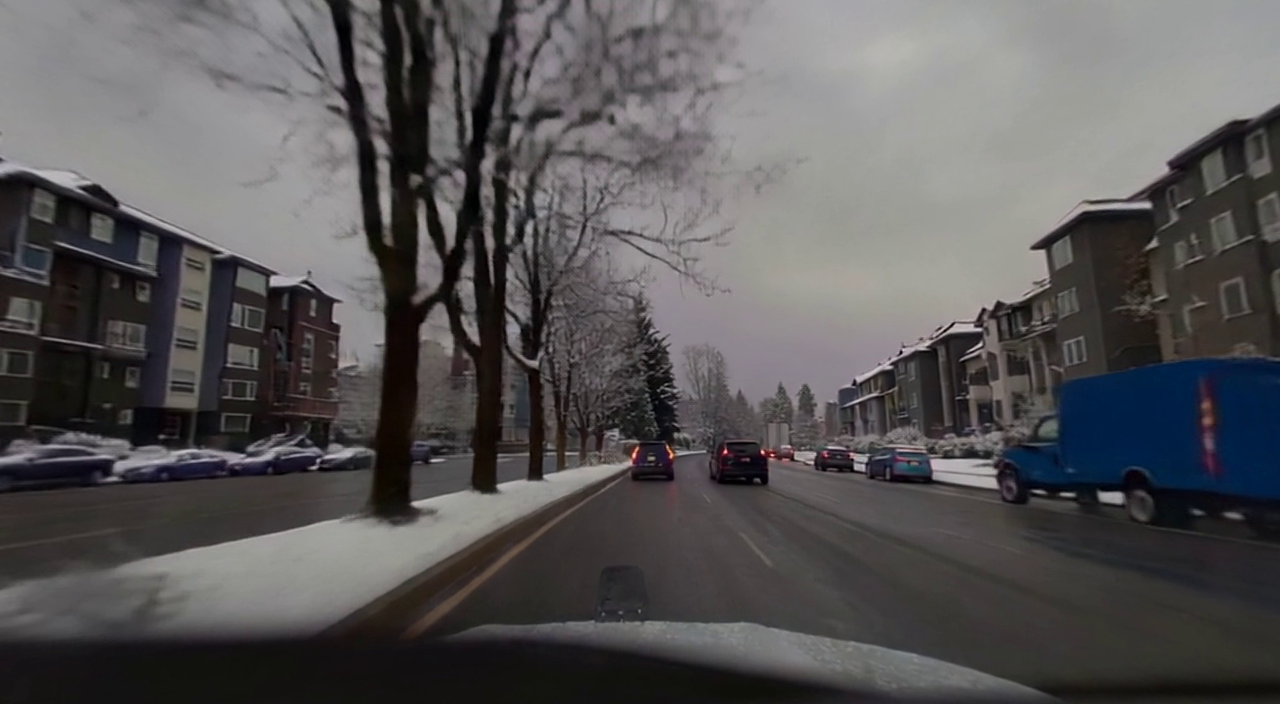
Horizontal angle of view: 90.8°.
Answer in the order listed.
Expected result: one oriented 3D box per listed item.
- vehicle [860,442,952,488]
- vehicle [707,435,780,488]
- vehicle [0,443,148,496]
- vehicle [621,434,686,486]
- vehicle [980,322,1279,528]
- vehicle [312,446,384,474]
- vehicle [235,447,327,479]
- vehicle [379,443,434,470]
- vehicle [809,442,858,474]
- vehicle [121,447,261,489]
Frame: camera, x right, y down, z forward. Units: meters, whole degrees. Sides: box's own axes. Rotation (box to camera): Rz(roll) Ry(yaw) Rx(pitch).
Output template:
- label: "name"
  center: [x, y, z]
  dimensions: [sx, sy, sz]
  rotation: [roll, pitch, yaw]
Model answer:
- label: "vehicle"
  center: [11.221, 4.745, 27.077]
  dimensions: [2.080, 1.744, 4.889]
  rotation: [0, -8, 4]
- label: "vehicle"
  center: [3.823, 4.140, 24.099]
  dimensions: [2.033, 1.823, 4.409]
  rotation: [0, -9, 0]
- label: "vehicle"
  center: [-18.674, 3.778, 20.519]
  dimensions: [1.845, 1.512, 4.316]
  rotation: [-2, -9, 1]
- label: "vehicle"
  center: [0.594, 4.297, 25.417]
  dimensions: [2.345, 1.841, 5.032]
  rotation: [0, -9, 2]
- label: "vehicle"
  center: [10.953, 1.686, 13.329]
  dimensions: [3.705, 3.221, 6.779]
  rotation: [-2, -10, 1]
- label: "vehicle"
  center: [-17.666, 6.585, 38.468]
  dimensions: [2.023, 1.561, 4.497]
  rotation: [-3, -10, 3]
- label: "vehicle"
  center: [-18.213, 5.729, 32.339]
  dimensions: [1.849, 1.455, 4.606]
  rotation: [-2, -11, 3]
- label: "vehicle"
  center: [-16.836, 7.546, 45.774]
  dimensions: [2.175, 1.819, 4.703]
  rotation: [0, -8, 0]
- label: "vehicle"
  center: [11.986, 6.599, 39.513]
  dimensions: [1.938, 1.860, 4.690]
  rotation: [-1, -9, 5]
- label: "vehicle"
  center: [-18.414, 4.767, 26.314]
  dimensions: [1.951, 1.513, 5.107]
  rotation: [-3, -9, 2]
